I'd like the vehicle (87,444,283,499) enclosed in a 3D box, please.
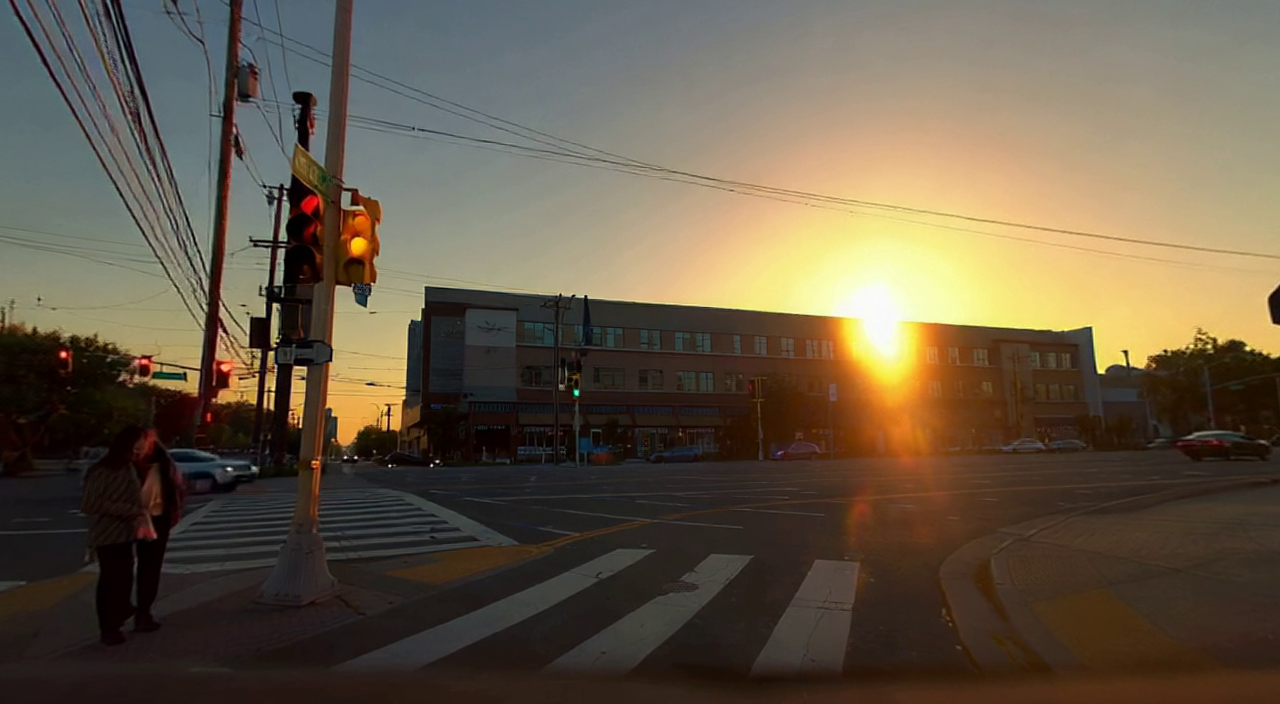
[{"bbox_3d":[-13.254,3.435,18.494,4.799,1.438,1.899,-2,-9,14],"label":"vehicle"}]

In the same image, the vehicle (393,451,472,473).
[{"bbox_3d":[-14.102,7.440,43.001,4.837,1.407,1.818,4,-9,-26],"label":"vehicle"}]

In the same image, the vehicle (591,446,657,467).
[{"bbox_3d":[-1.150,7.546,45.824,4.391,1.451,1.717,4,-9,-25],"label":"vehicle"}]

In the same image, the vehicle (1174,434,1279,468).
[{"bbox_3d":[27.728,4.620,29.539,4.700,1.479,2.095,3,-9,-22],"label":"vehicle"}]
